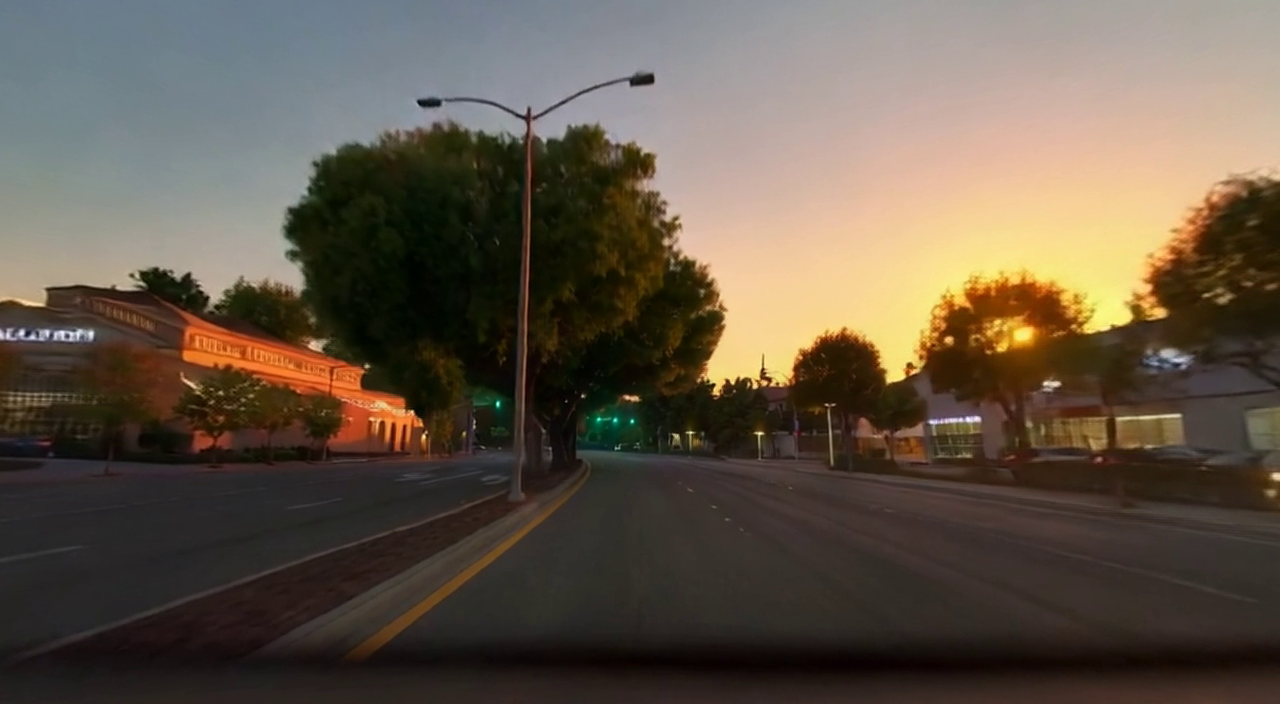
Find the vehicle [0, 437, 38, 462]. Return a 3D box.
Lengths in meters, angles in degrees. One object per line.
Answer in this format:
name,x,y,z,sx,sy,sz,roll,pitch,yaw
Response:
vehicle,-36.241,5.552,36.000,1.655,1.387,3.758,4,-10,-26

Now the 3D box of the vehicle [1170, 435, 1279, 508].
vehicle,17.661,3.206,17.253,4.660,1.814,2.099,1,-9,-7

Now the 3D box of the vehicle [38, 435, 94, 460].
vehicle,-33.720,5.596,37.193,1.727,1.383,3.557,4,-10,-32
